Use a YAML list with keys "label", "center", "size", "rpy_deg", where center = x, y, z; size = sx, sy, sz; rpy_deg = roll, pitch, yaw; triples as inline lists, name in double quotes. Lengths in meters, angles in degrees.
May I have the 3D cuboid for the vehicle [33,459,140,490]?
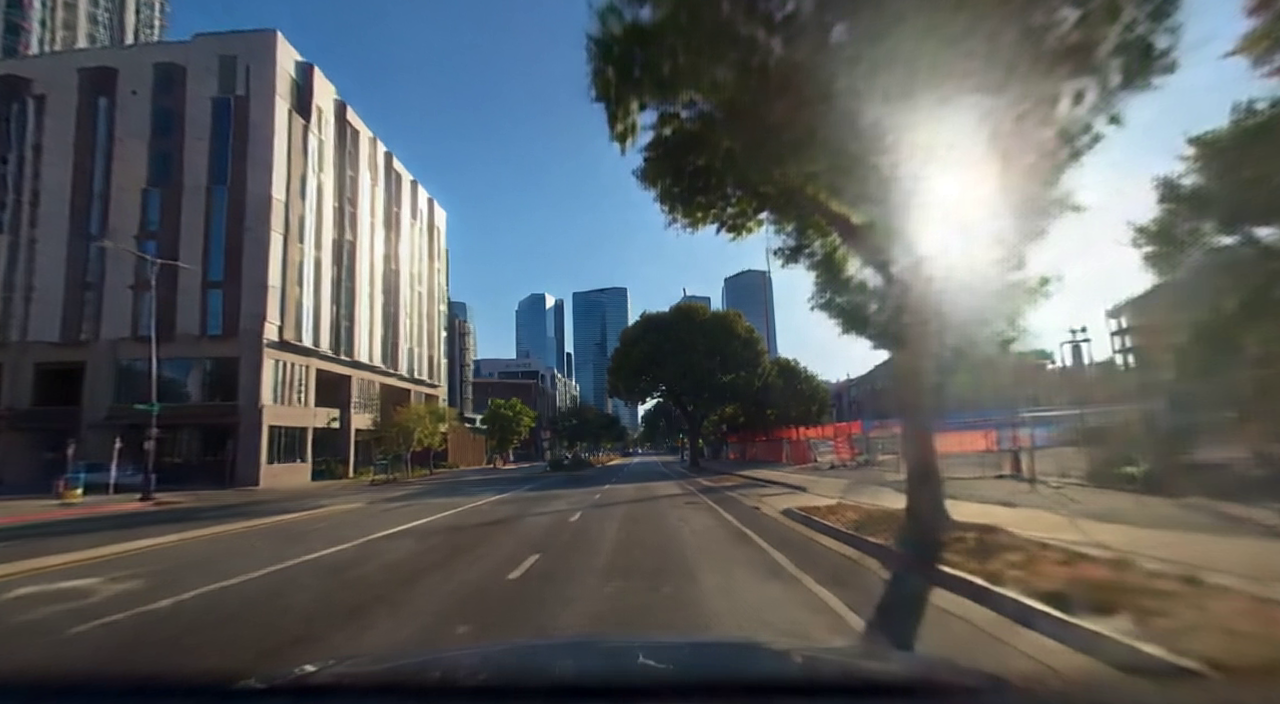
- label: "vehicle"
  center: [-32.641, 7.231, 37.273]
  size: [4.308, 1.598, 1.891]
  rpy_deg: [0, -8, -8]
